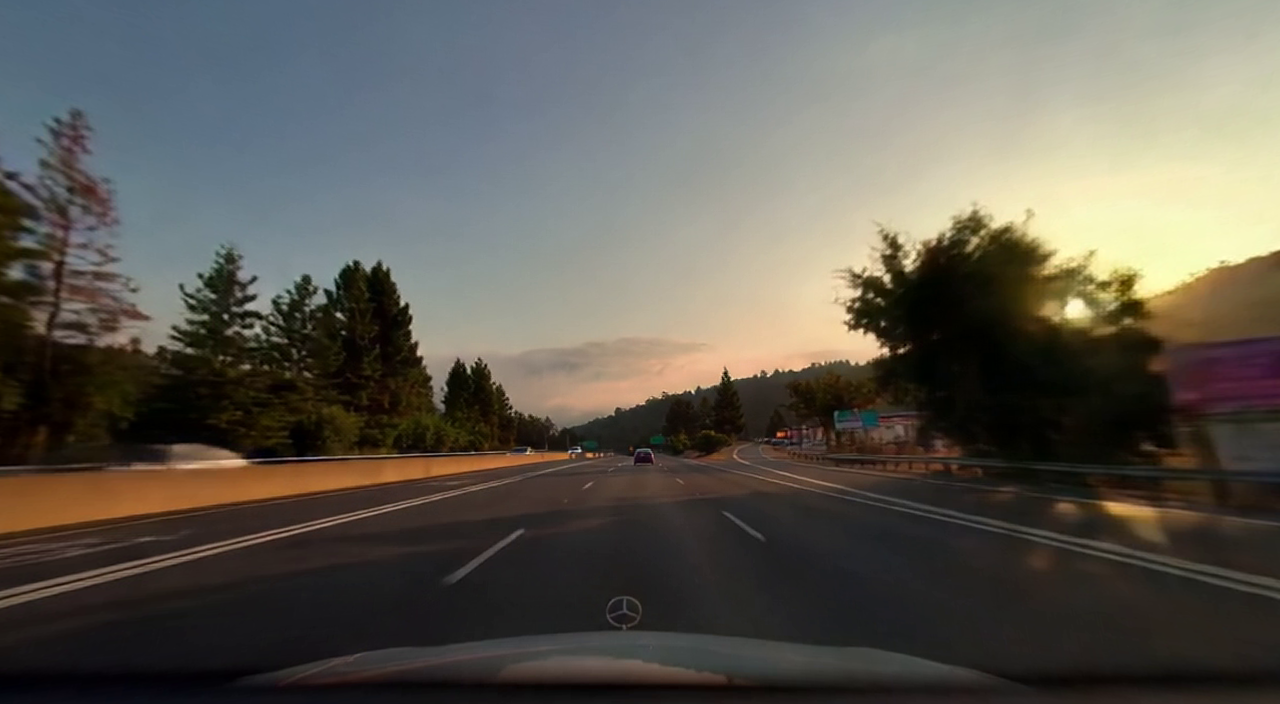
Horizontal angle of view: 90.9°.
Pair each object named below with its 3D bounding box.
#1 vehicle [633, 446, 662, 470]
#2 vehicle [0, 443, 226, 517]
[{"bbox_3d":[0.521,7.945,47.254,2.087,1.682,4.388,0,-9,0],"label":"vehicle"},{"bbox_3d":[-12.596,3.031,15.438,1.898,1.514,4.398,0,-9,0],"label":"vehicle"}]
